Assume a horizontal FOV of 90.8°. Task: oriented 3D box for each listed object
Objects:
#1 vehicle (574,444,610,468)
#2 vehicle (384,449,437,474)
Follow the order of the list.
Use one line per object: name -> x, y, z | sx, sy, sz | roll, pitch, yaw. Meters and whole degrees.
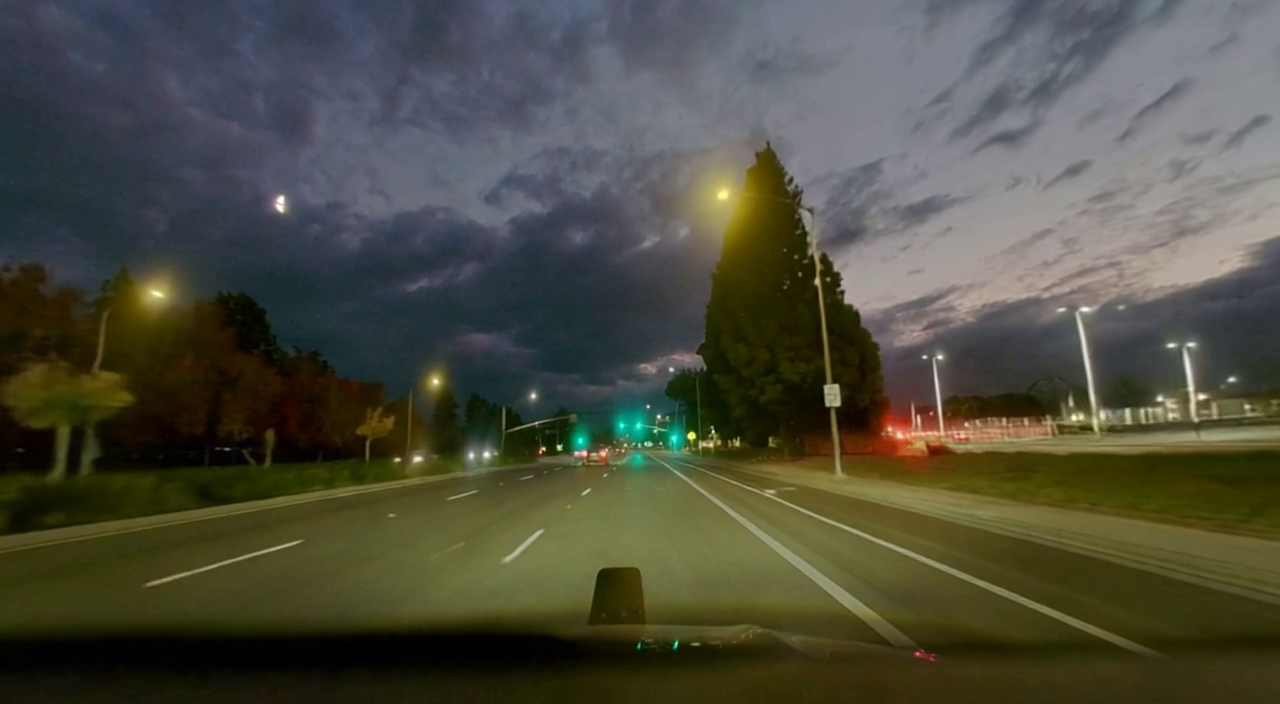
vehicle -> -3.333, 7.315, 44.696 | 2.121, 1.654, 3.993 | 0, -8, 1
vehicle -> -15.311, 7.287, 42.327 | 1.899, 1.518, 4.305 | 0, -8, 0
